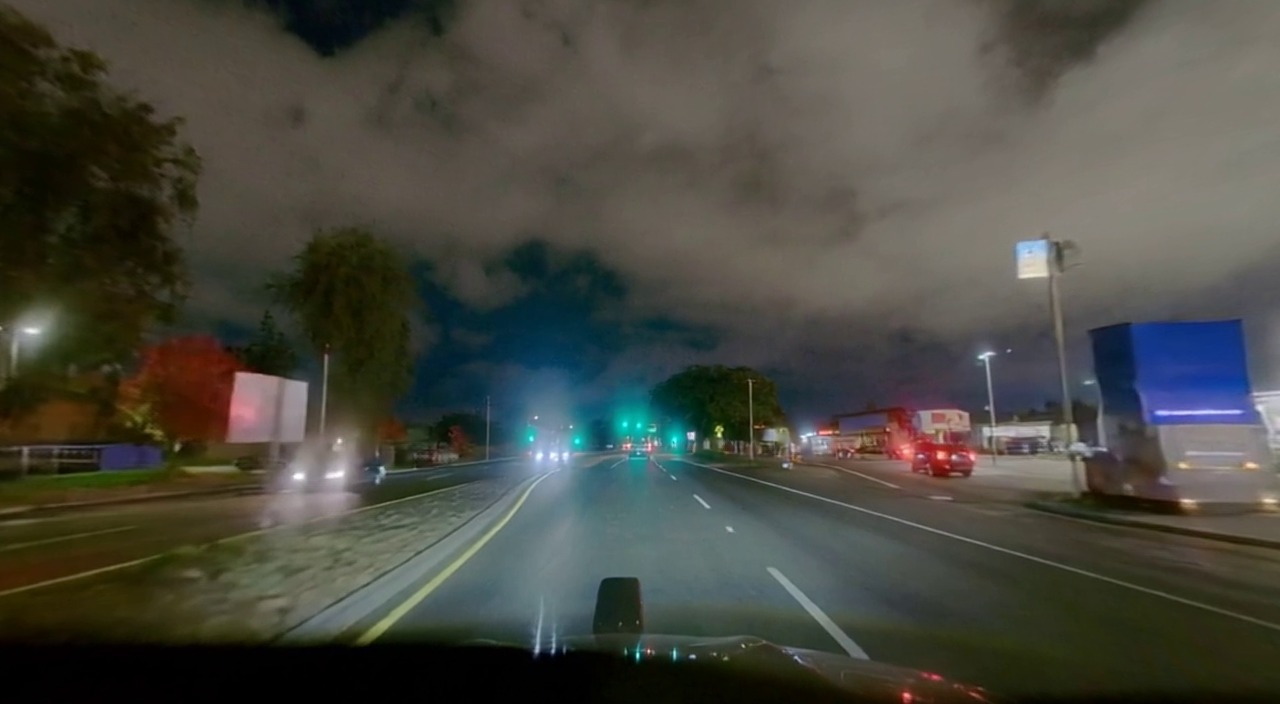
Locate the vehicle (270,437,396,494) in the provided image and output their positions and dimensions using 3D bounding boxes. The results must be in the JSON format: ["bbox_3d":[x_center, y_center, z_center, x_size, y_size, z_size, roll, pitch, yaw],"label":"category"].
[{"bbox_3d":[-10.968,4.077,23.099,2.112,1.809,4.921,0,-9,0],"label":"vehicle"}]

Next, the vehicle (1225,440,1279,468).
[{"bbox_3d":[38.412,6.264,38.945,1.825,1.627,4.293,-3,-9,20],"label":"vehicle"}]
